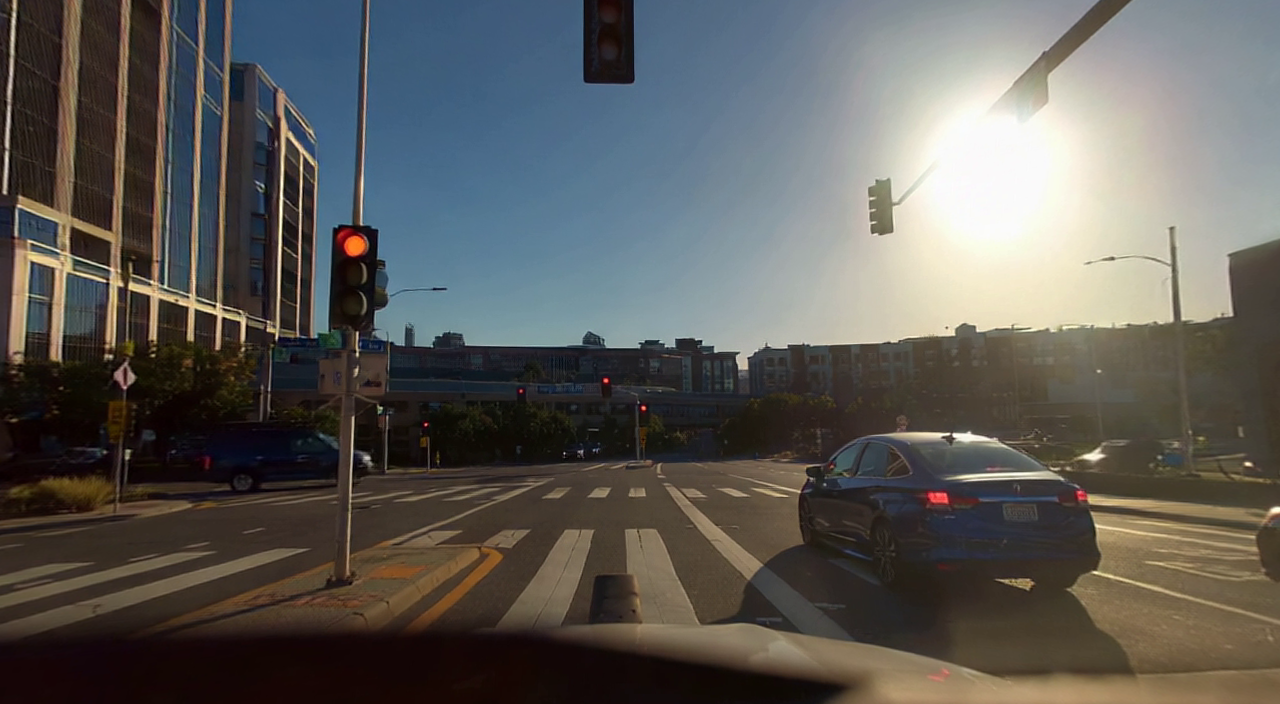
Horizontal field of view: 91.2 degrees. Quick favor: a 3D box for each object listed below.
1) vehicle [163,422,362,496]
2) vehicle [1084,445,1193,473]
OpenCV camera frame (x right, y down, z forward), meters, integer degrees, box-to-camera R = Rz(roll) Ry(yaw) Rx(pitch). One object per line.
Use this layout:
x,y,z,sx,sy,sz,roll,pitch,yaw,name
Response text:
-16.808,4.788,28.488,7.088,3.096,2.678,2,-9,-13,vehicle
29.327,6.277,36.974,4.736,1.542,1.966,0,-9,-1,vehicle
